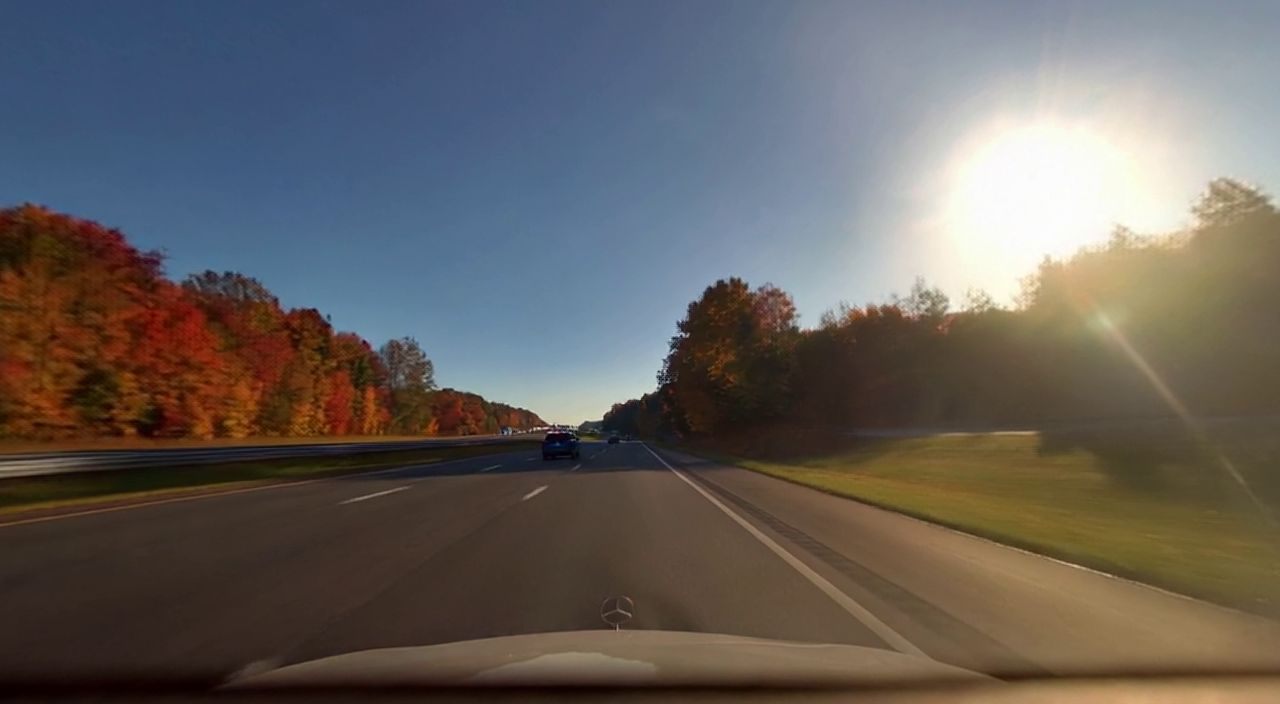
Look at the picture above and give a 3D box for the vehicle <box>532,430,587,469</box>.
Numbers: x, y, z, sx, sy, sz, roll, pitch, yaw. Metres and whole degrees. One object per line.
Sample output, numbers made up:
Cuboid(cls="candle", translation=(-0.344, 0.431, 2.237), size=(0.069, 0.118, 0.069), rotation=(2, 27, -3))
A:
Cuboid(cls="vehicle", translation=(-3.664, 4.509, 29.342), size=(2.057, 1.666, 4.552), rotation=(0, -8, -1))
